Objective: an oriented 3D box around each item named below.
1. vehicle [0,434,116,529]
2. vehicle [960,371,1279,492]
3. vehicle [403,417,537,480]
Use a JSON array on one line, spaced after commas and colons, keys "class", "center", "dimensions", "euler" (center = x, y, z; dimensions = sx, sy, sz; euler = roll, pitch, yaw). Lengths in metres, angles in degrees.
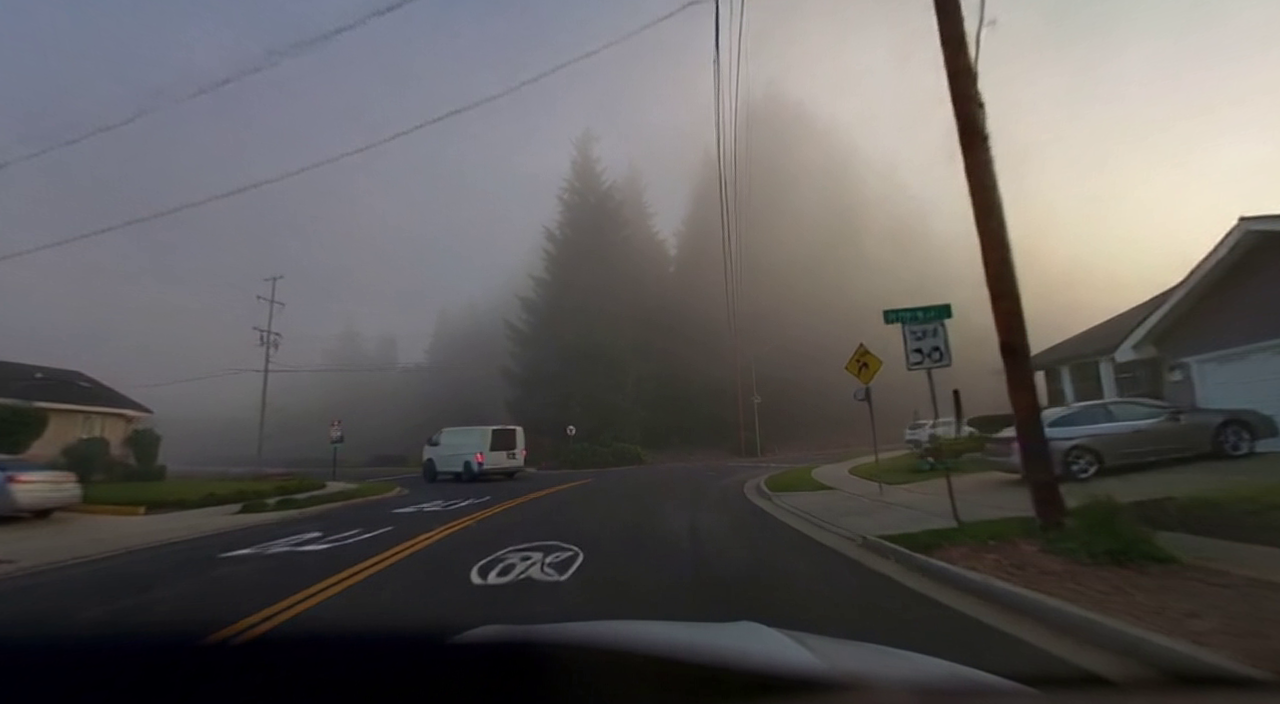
[{"class": "vehicle", "center": [-14.322, 2.876, 13.293], "dimensions": [4.550, 1.655, 2.143], "euler": [-4, -15, -3]}, {"class": "vehicle", "center": [9.364, 1.605, 12.601], "dimensions": [4.658, 1.536, 2.090], "euler": [-8, -9, -1]}, {"class": "vehicle", "center": [-9.348, 5.246, 34.375], "dimensions": [7.559, 3.058, 2.929], "euler": [-6, -11, 37]}]
